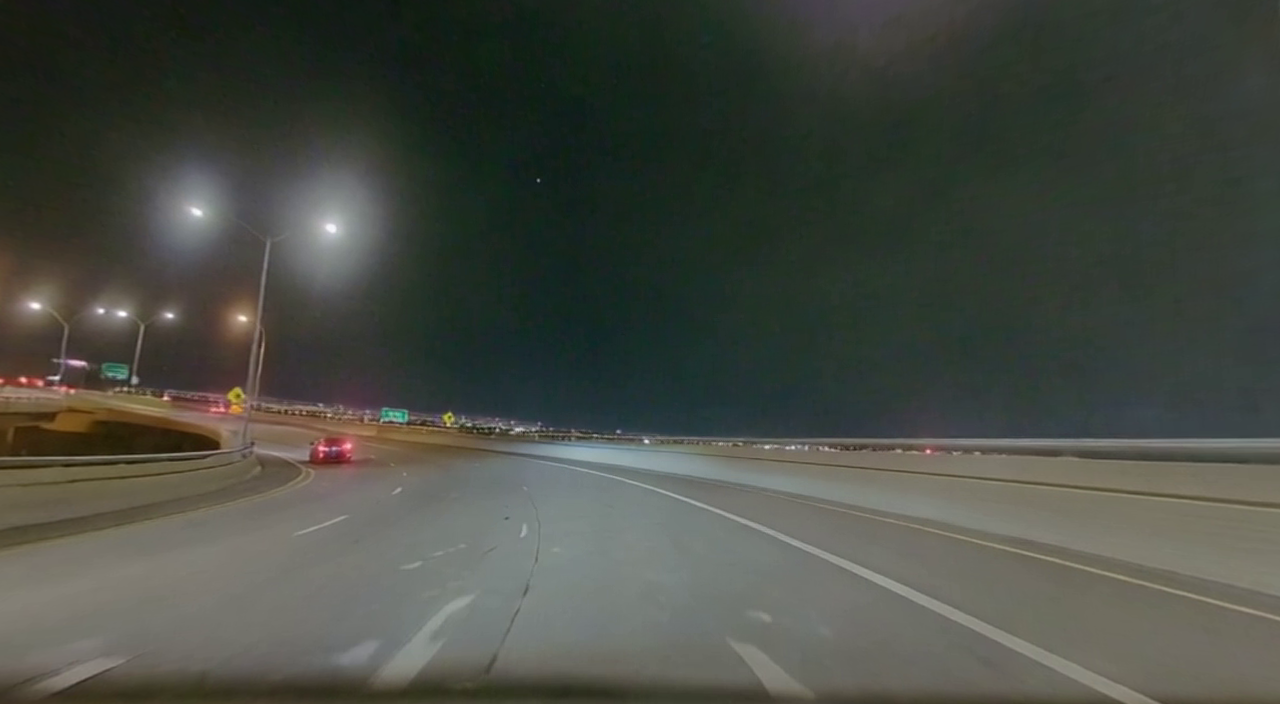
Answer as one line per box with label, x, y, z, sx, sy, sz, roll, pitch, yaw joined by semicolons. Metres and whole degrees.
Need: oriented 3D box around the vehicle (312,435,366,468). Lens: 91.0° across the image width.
vehicle;-15.602;5.139;32.522;2.234;1.588;4.484;5;-10;-27
